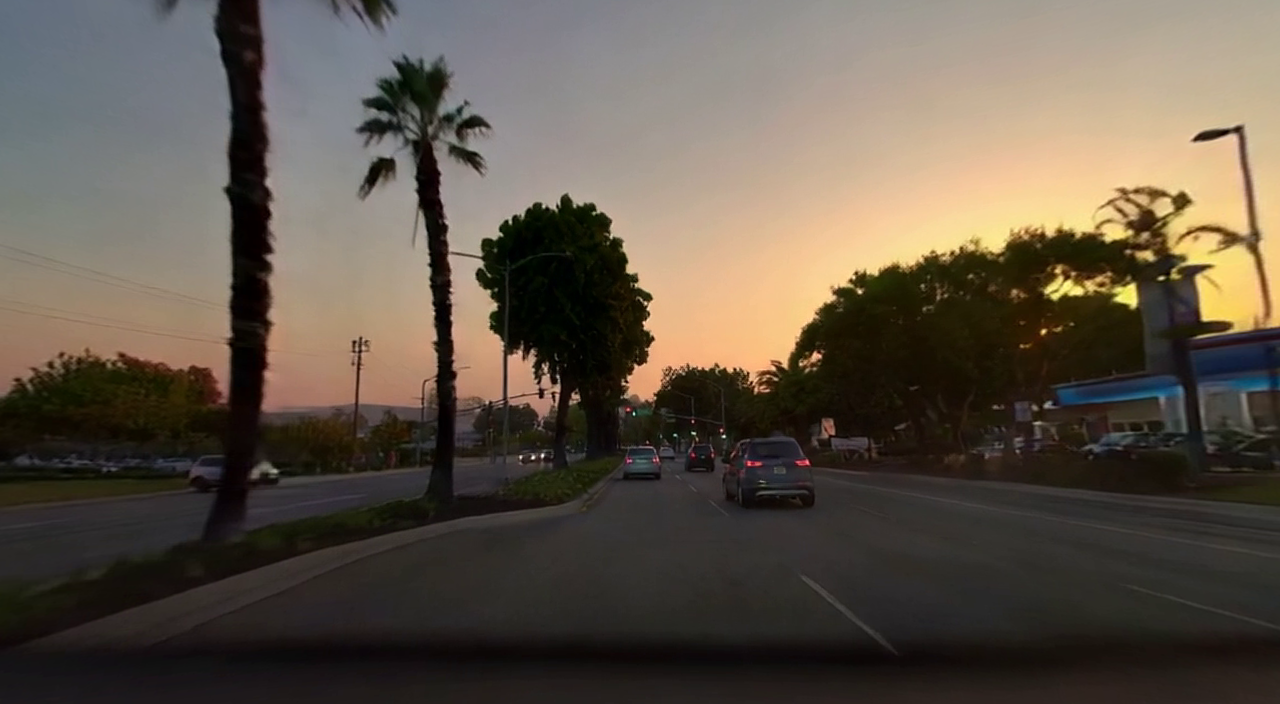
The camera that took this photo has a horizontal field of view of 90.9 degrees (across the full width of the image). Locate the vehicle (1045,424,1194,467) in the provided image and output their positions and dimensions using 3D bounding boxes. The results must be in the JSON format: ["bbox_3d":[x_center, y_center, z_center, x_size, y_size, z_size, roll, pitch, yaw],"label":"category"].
[{"bbox_3d":[21.431,4.187,28.353,4.831,1.816,2.295,0,-9,-2],"label":"vehicle"}]

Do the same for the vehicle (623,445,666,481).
[{"bbox_3d":[0.190,5.453,31.221,1.991,1.664,3.814,0,-9,0],"label":"vehicle"}]

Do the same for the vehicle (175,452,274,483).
[{"bbox_3d":[-26.693,7.377,40.589,2.124,1.784,4.803,-8,-11,40],"label":"vehicle"}]

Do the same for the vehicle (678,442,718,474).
[{"bbox_3d":[3.739,6.954,41.725,2.154,1.975,4.634,0,-9,0],"label":"vehicle"}]

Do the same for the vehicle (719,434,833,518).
[{"bbox_3d":[3.164,2.955,15.511,1.872,1.752,3.896,0,-9,-1],"label":"vehicle"}]
